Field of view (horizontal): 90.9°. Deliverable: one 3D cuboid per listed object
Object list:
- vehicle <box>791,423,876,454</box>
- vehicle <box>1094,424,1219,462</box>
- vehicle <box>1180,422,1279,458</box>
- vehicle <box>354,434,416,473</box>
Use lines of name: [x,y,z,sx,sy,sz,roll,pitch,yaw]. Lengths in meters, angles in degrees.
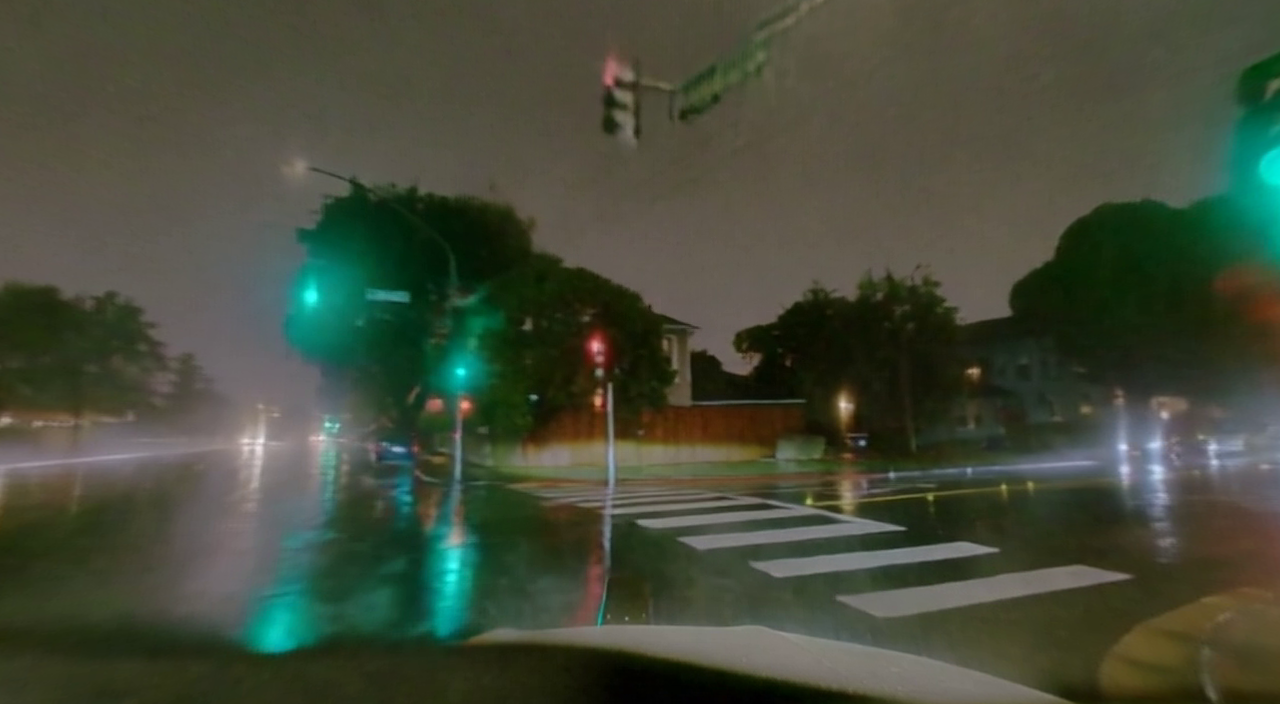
vehicle: [10.809,4.886,35.505,2.028,1.595,4.554,4,-9,-24]
vehicle: [21.323,3.790,26.004,4.671,1.470,1.963,4,-11,-24]
vehicle: [26.993,4.024,28.498,4.518,1.477,1.948,4,-10,-23]
vehicle: [-10.779,4.239,26.519,2.149,1.507,4.160,4,-9,-24]
